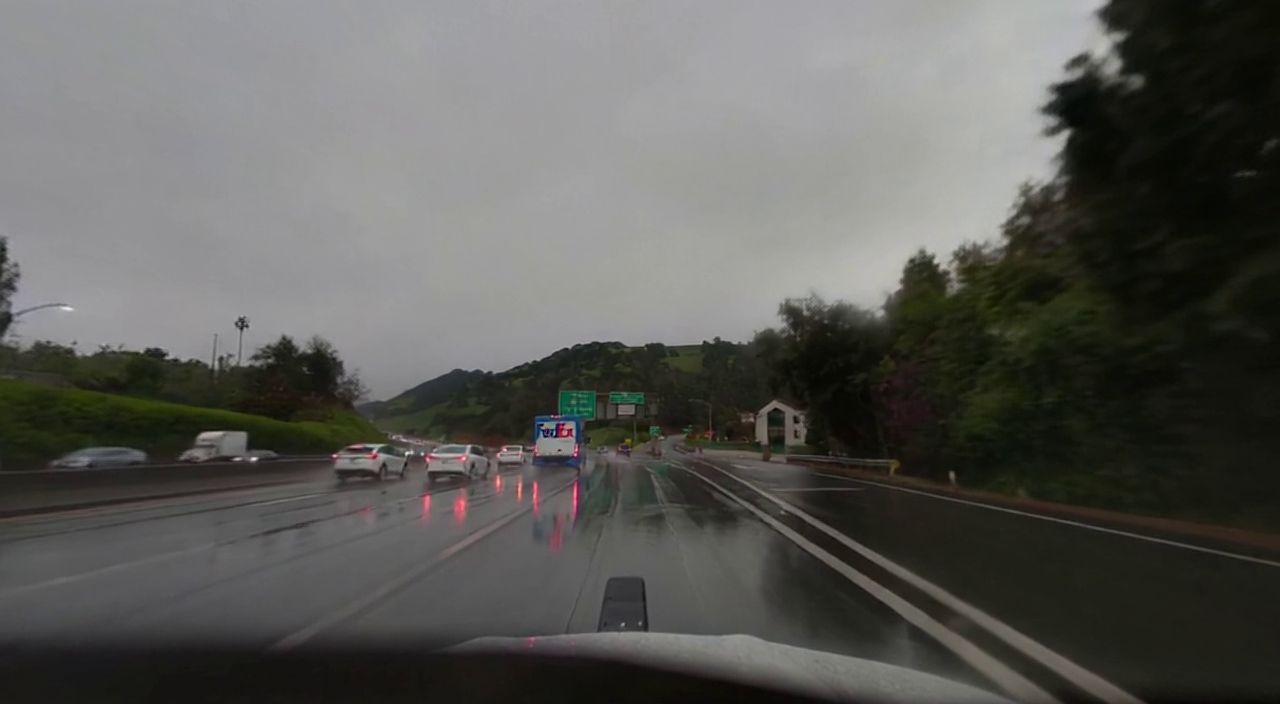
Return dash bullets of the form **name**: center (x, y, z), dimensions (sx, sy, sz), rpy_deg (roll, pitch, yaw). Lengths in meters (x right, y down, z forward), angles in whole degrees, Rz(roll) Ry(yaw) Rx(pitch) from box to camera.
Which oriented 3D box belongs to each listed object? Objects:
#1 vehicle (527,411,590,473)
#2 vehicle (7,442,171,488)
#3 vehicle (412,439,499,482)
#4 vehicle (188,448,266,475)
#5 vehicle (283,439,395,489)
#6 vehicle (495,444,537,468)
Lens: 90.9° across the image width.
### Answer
- **vehicle**: center (-4.534, 5.237, 36.584), dimensions (2.798, 3.212, 7.573), rpy_deg (0, -8, -1)
- **vehicle**: center (-20.547, 4.204, 23.872), dimensions (2.002, 1.540, 4.662), rpy_deg (0, -8, 0)
- **vehicle**: center (-8.165, 4.849, 28.555), dimensions (2.461, 1.767, 4.991), rpy_deg (0, -8, 0)
- **vehicle**: center (-24.926, 6.587, 38.258), dimensions (1.817, 1.457, 4.305), rpy_deg (1, -8, -1)
- **vehicle**: center (-11.903, 4.432, 25.359), dimensions (2.188, 1.784, 4.724), rpy_deg (0, -8, -1)
- **vehicle**: center (-8.794, 7.403, 45.138), dimensions (2.143, 1.628, 4.559), rpy_deg (0, -8, -1)
